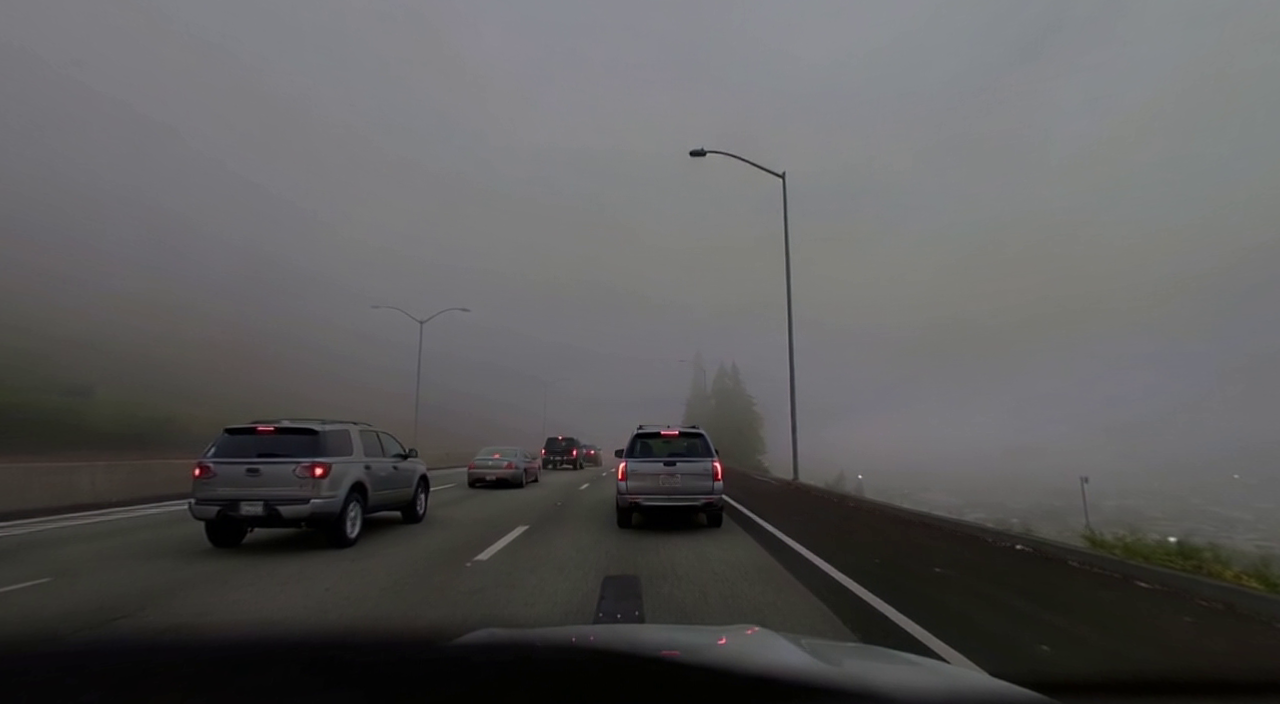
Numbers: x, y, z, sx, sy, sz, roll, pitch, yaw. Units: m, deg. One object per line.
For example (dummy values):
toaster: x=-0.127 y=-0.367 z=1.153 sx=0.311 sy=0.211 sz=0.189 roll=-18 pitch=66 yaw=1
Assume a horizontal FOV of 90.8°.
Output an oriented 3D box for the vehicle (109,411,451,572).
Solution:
vehicle: x=-4.521 y=1.819 z=8.979 sx=2.076 sy=1.688 sz=4.334 roll=-1 pitch=-9 yaw=4

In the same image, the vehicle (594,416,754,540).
vehicle: x=0.517 y=2.109 z=11.177 sx=2.235 sy=1.716 sz=4.435 roll=-1 pitch=-9 yaw=1

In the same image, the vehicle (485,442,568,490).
vehicle: x=-3.807 y=3.903 z=21.982 sx=1.868 sy=1.470 sz=4.105 roll=-1 pitch=-9 yaw=4
